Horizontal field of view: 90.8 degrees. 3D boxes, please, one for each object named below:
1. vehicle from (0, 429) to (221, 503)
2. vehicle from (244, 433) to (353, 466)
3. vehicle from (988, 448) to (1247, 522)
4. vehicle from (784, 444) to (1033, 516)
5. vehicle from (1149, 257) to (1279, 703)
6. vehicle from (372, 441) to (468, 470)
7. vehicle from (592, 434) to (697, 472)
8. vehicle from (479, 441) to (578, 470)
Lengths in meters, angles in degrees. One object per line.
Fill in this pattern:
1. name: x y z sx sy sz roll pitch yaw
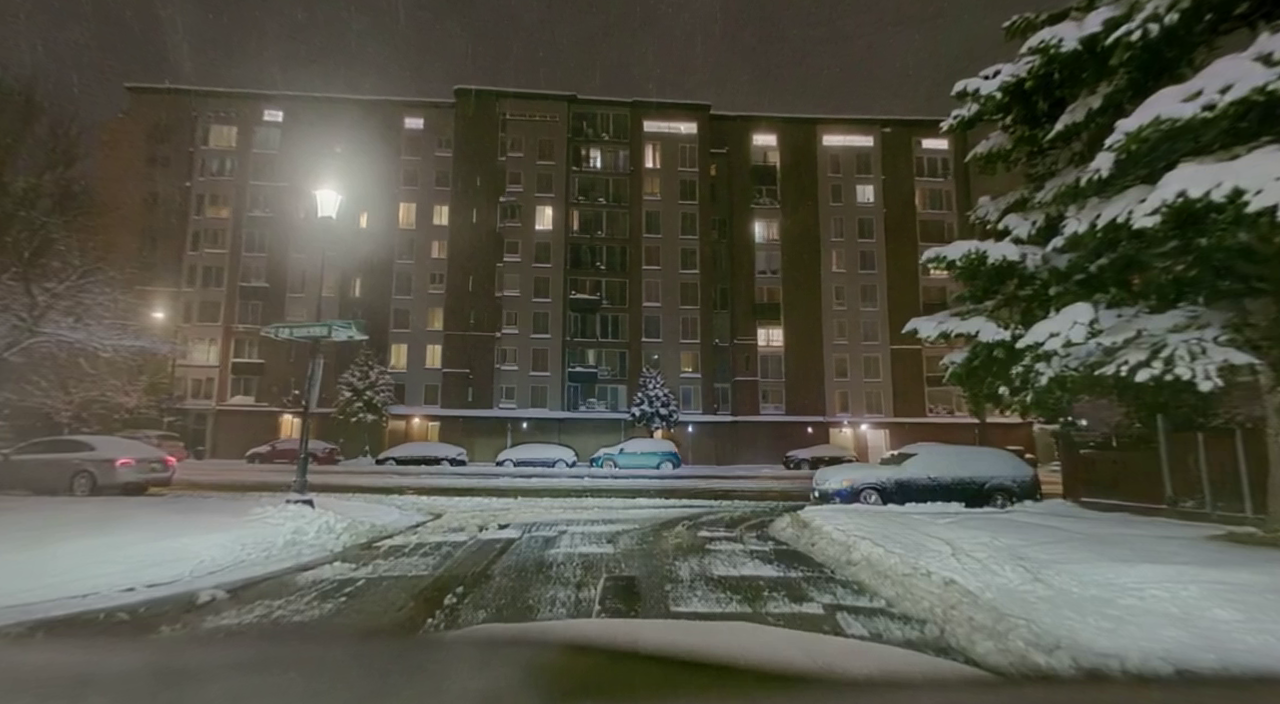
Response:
1. vehicle: -12.432 2.553 14.364 4.359 1.519 1.964 0 -8 -1
2. vehicle: -17.474 5.004 32.488 4.426 1.641 1.889 0 -8 -5
3. vehicle: 10.621 2.950 14.339 4.163 1.500 2.076 0 -8 -1
4. vehicle: 5.844 2.840 14.301 4.714 1.471 1.978 -1 -8 2
5. vehicle: 4.774 0.530 1.143 5.606 1.882 2.448 0 -8 -2
6. vehicle: -11.323 5.319 32.718 4.336 1.438 1.776 0 -8 -3
7. vehicle: 0.147 5.258 32.960 5.299 1.860 2.098 1 -8 -5
8. vehicle: -5.706 5.376 32.843 4.851 1.339 1.785 -1 -11 -2
